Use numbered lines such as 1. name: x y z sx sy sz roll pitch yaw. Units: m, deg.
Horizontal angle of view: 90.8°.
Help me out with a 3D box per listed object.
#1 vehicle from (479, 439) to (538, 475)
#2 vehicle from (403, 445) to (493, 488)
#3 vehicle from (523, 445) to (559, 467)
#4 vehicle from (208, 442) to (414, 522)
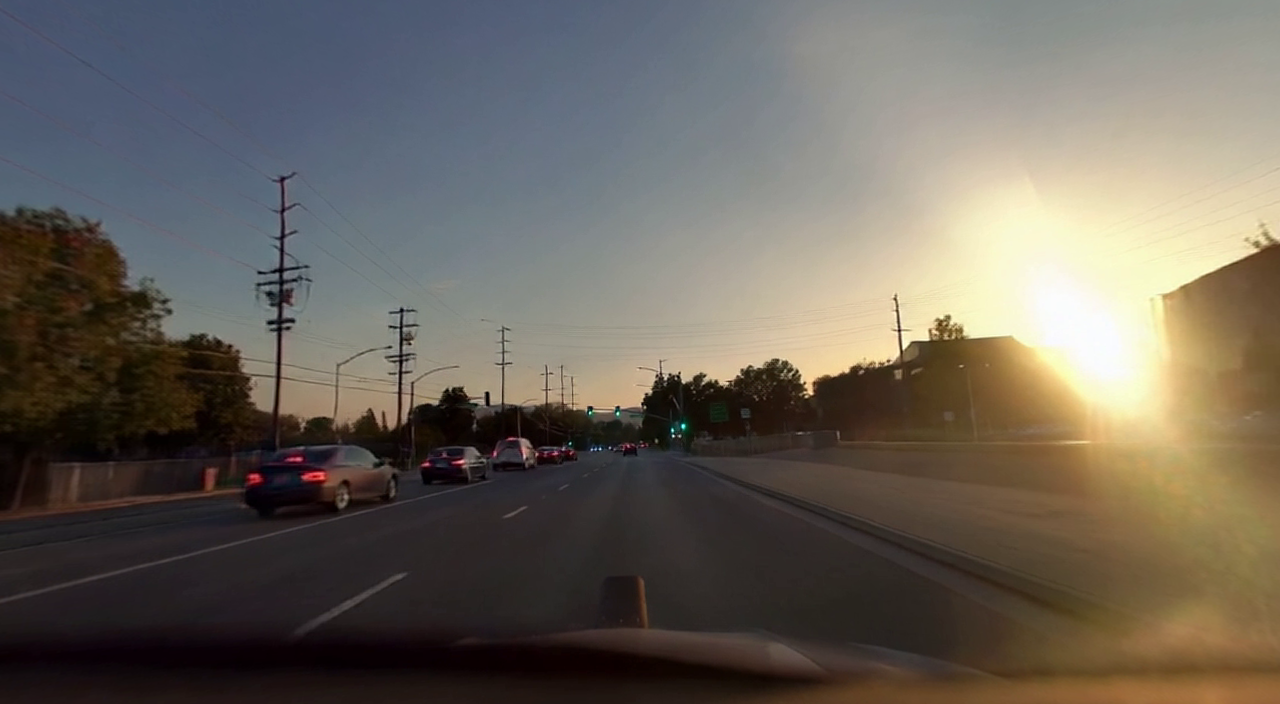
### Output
1. vehicle: -7.060 5.692 34.478 2.101 1.768 5.040 0 -9 0
2. vehicle: -7.094 4.241 23.848 2.008 1.456 4.409 0 -9 0
3. vehicle: -7.052 7.449 45.370 1.854 1.481 4.518 0 -8 1
4. vehicle: -7.066 2.812 14.335 2.030 1.482 4.818 0 -8 1
